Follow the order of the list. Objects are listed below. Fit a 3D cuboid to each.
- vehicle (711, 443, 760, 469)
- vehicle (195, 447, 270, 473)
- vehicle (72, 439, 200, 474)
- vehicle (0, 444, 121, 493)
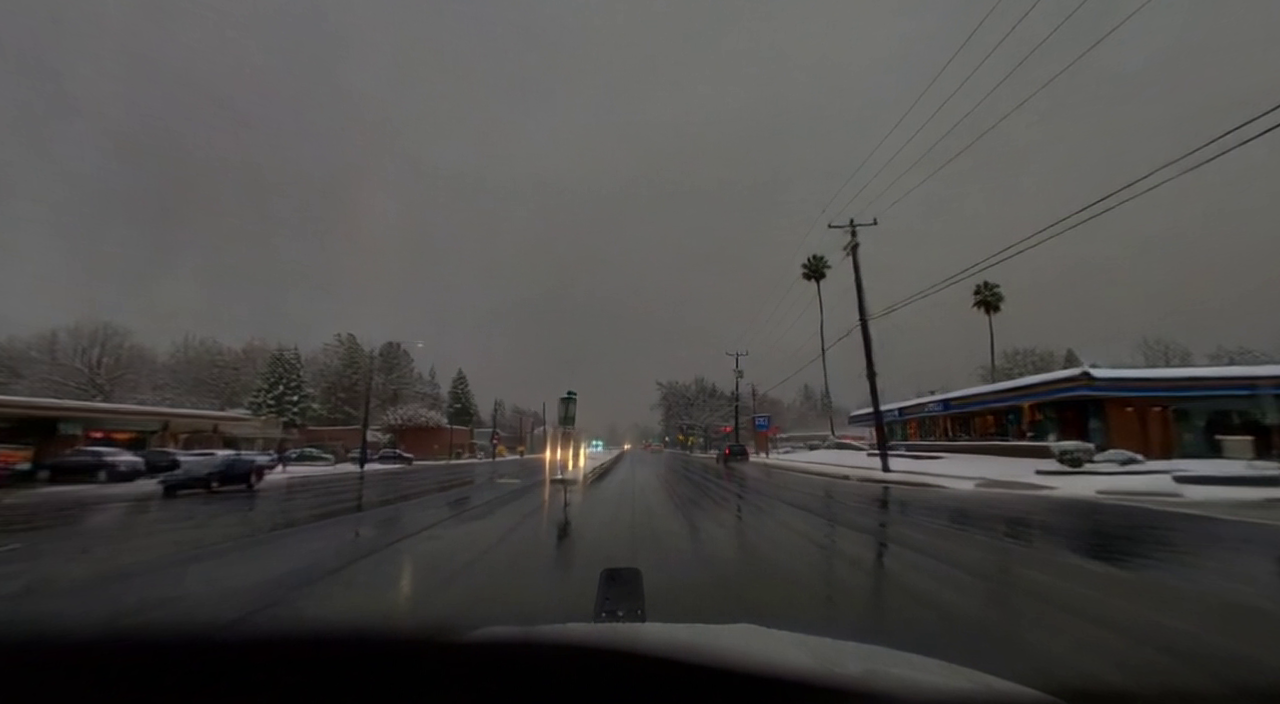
[{"bbox_3d":[5.943,6.538,39.920,2.261,1.479,4.403,0,-8,-2],"label":"vehicle"},{"bbox_3d":[-27.863,7.350,43.365,2.113,1.684,4.498,0,-8,0],"label":"vehicle"},{"bbox_3d":[-29.078,6.010,36.649,5.561,1.842,2.131,6,-10,-39],"label":"vehicle"},{"bbox_3d":[-25.979,5.012,27.686,2.056,1.890,5.063,0,-8,0],"label":"vehicle"}]
